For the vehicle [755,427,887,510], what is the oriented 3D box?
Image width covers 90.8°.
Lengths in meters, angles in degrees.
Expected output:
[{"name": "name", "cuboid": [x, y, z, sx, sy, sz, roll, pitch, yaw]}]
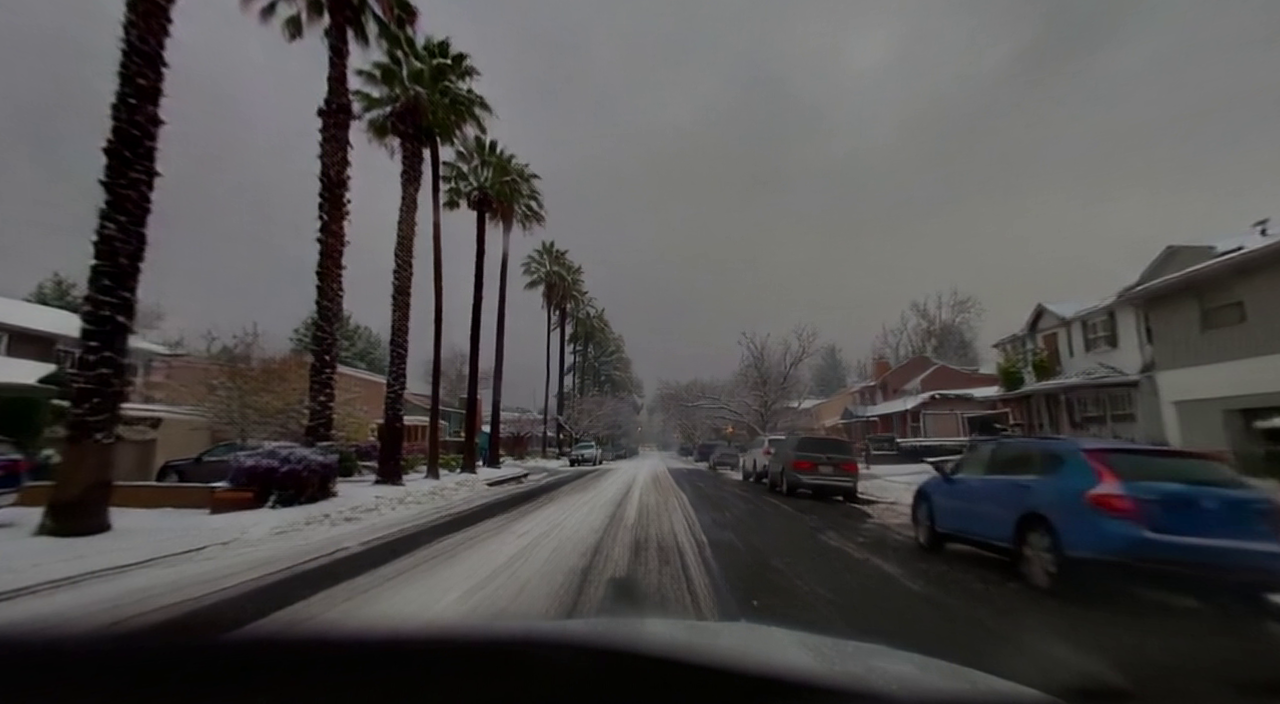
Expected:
[{"name": "vehicle", "cuboid": [4.525, 3.002, 16.770, 2.166, 1.766, 5.186, 1, -9, 2]}]

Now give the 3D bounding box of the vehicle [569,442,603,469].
[{"name": "vehicle", "cuboid": [-3.973, 7.719, 47.316, 2.149, 1.877, 5.082, -2, -9, -1]}]

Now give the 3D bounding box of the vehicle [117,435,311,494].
[{"name": "vehicle", "cuboid": [-12.837, 3.386, 19.257, 4.448, 1.679, 1.972, 0, -9, 2]}]

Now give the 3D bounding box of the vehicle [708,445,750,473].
[{"name": "vehicle", "cuboid": [5.344, 6.490, 38.500, 2.056, 1.464, 4.493, 3, -9, 2]}]

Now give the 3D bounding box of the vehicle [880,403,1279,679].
[{"name": "vehicle", "cuboid": [4.373, 1.588, 6.507, 1.971, 1.663, 5.076, 3, -9, 2]}]
